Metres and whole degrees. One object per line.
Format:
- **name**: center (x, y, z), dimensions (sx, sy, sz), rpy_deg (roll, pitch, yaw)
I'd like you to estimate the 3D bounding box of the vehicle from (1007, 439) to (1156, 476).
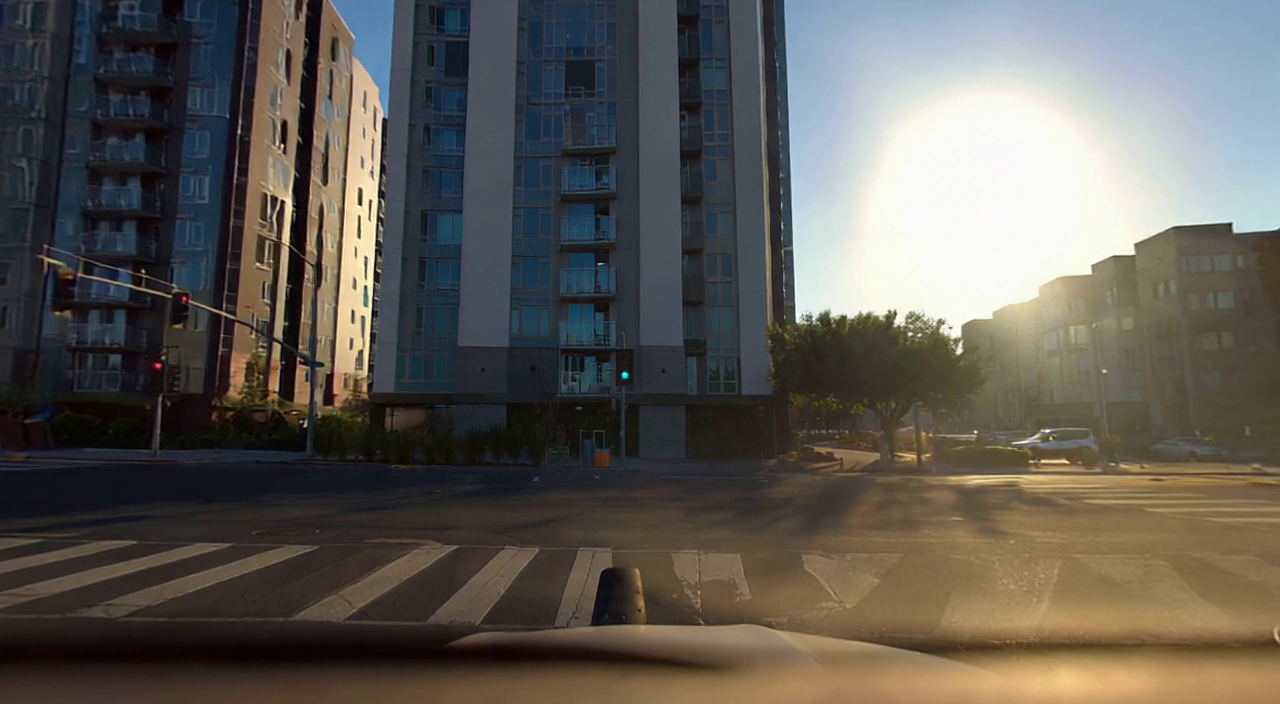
- **vehicle**: center (18.577, 4.462, 26.700), dimensions (4.823, 1.458, 1.914), rpy_deg (0, -9, -1)
